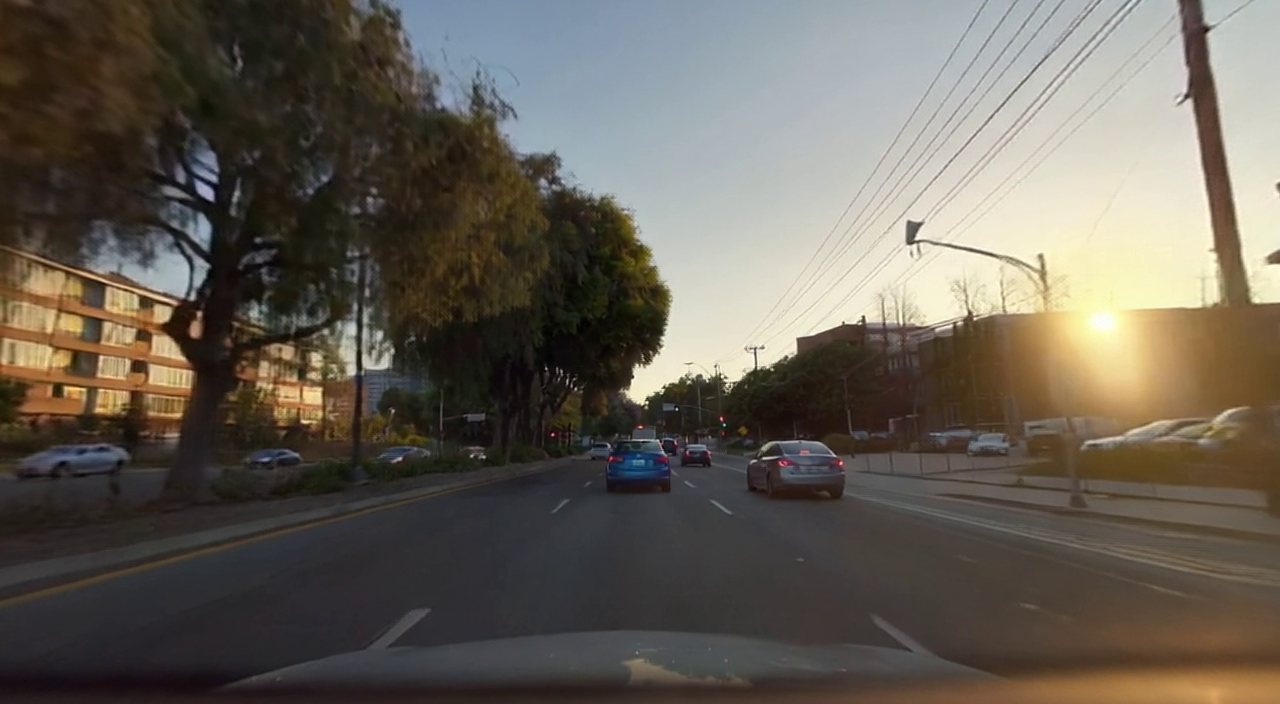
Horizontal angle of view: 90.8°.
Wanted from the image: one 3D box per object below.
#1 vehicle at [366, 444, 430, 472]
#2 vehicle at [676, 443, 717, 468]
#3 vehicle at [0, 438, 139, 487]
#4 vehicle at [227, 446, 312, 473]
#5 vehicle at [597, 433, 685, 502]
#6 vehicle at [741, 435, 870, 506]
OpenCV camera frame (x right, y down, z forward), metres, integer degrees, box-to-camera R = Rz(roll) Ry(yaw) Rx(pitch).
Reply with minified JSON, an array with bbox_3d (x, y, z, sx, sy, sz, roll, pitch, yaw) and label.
[{"bbox_3d":[-13.925,6.122,36.611,2.031,1.490,4.284,0,-9,0],"label":"vehicle"},{"bbox_3d":[3.430,6.425,39.318,2.054,1.461,4.321,0,-9,-2],"label":"vehicle"},{"bbox_3d":[-22.323,4.249,24.528,1.982,1.699,4.421,0,-9,1],"label":"vehicle"},{"bbox_3d":[-21.391,6.207,36.745,2.026,1.496,4.680,0,-9,2],"label":"vehicle"},{"bbox_3d":[-0.013,3.045,17.056,2.073,1.606,3.933,0,-9,-1],"label":"vehicle"},{"bbox_3d":[4.028,2.961,16.255,2.086,1.534,4.351,0,-9,-1],"label":"vehicle"}]
